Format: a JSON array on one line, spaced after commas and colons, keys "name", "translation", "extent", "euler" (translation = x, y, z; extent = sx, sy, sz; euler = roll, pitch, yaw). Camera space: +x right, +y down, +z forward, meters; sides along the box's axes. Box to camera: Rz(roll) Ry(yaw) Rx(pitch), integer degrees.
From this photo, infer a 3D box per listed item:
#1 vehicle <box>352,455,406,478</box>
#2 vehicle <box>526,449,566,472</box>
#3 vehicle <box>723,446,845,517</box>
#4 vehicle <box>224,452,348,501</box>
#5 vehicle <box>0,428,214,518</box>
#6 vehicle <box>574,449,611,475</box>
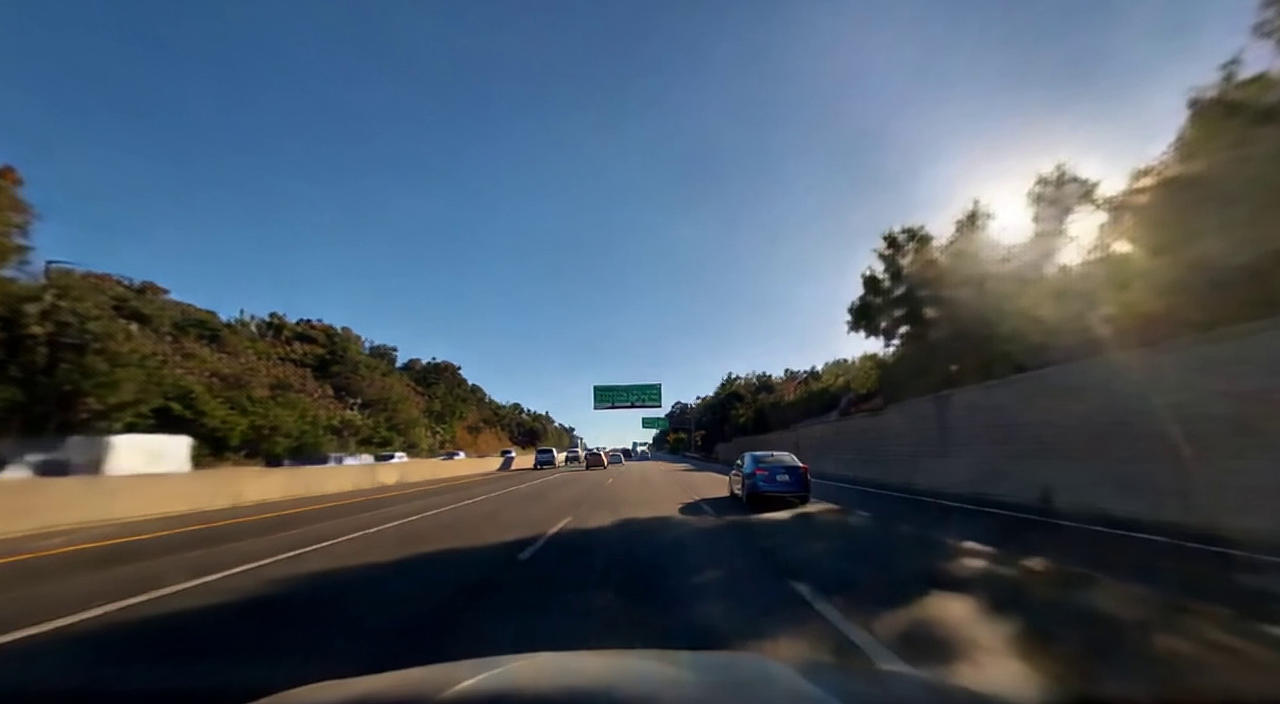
[{"name": "vehicle", "translation": [-18.131, 7.956, 43.920], "extent": [1.921, 1.507, 4.050], "euler": [0, -9, 1]}, {"name": "vehicle", "translation": [-6.623, 7.675, 44.921], "extent": [2.107, 1.541, 4.713], "euler": [0, -9, 1]}, {"name": "vehicle", "translation": [3.371, 3.102, 15.631], "extent": [1.979, 1.486, 4.125], "euler": [0, -9, -1]}, {"name": "vehicle", "translation": [-11.506, 4.036, 20.772], "extent": [1.868, 1.435, 3.659], "euler": [0, -9, 1]}, {"name": "vehicle", "translation": [-14.796, 3.166, 17.137], "extent": [2.313, 1.980, 5.831], "euler": [0, -9, 0]}, {"name": "vehicle", "translation": [-3.043, 7.102, 40.931], "extent": [2.030, 1.563, 4.389], "euler": [0, -9, 0]}]
